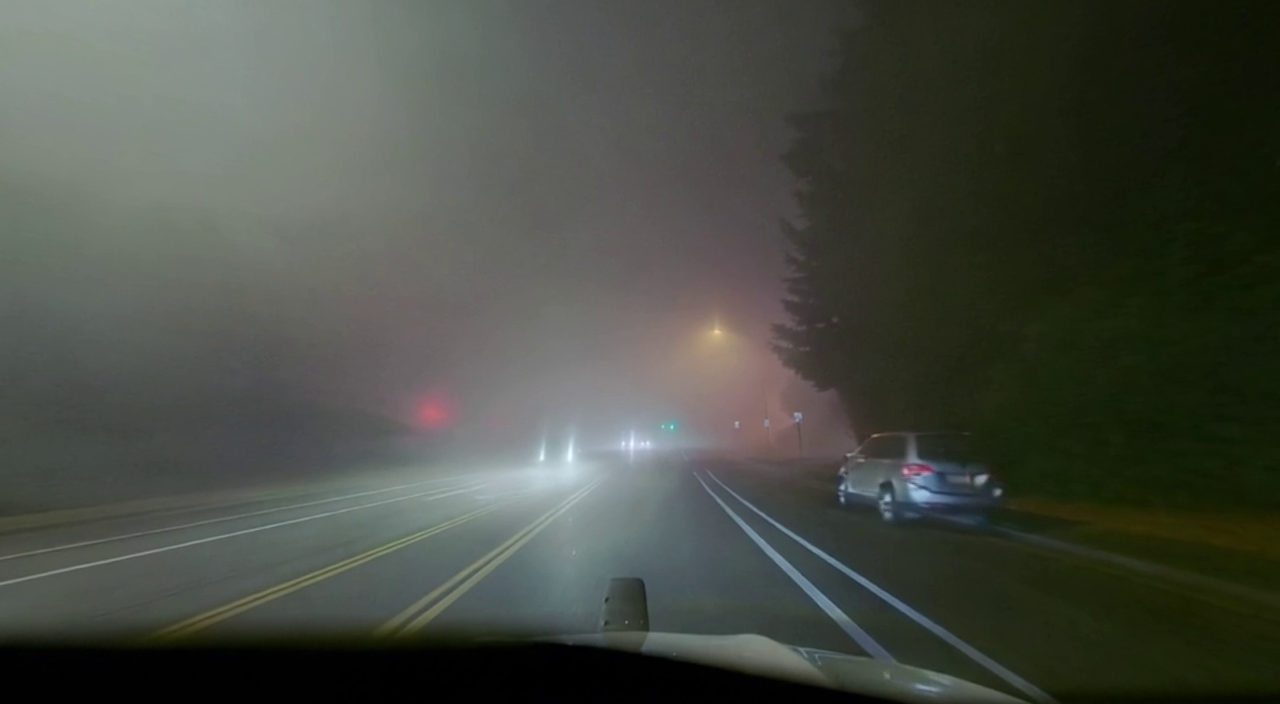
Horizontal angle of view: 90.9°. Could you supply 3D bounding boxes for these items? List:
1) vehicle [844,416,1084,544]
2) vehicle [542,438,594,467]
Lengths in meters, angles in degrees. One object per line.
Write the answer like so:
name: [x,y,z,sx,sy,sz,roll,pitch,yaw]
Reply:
vehicle: [5.300,2.162,11.184,2.068,1.688,4.442,3,-9,2]
vehicle: [-3.982,5.629,35.585,2.192,1.533,4.341,-1,-8,3]
